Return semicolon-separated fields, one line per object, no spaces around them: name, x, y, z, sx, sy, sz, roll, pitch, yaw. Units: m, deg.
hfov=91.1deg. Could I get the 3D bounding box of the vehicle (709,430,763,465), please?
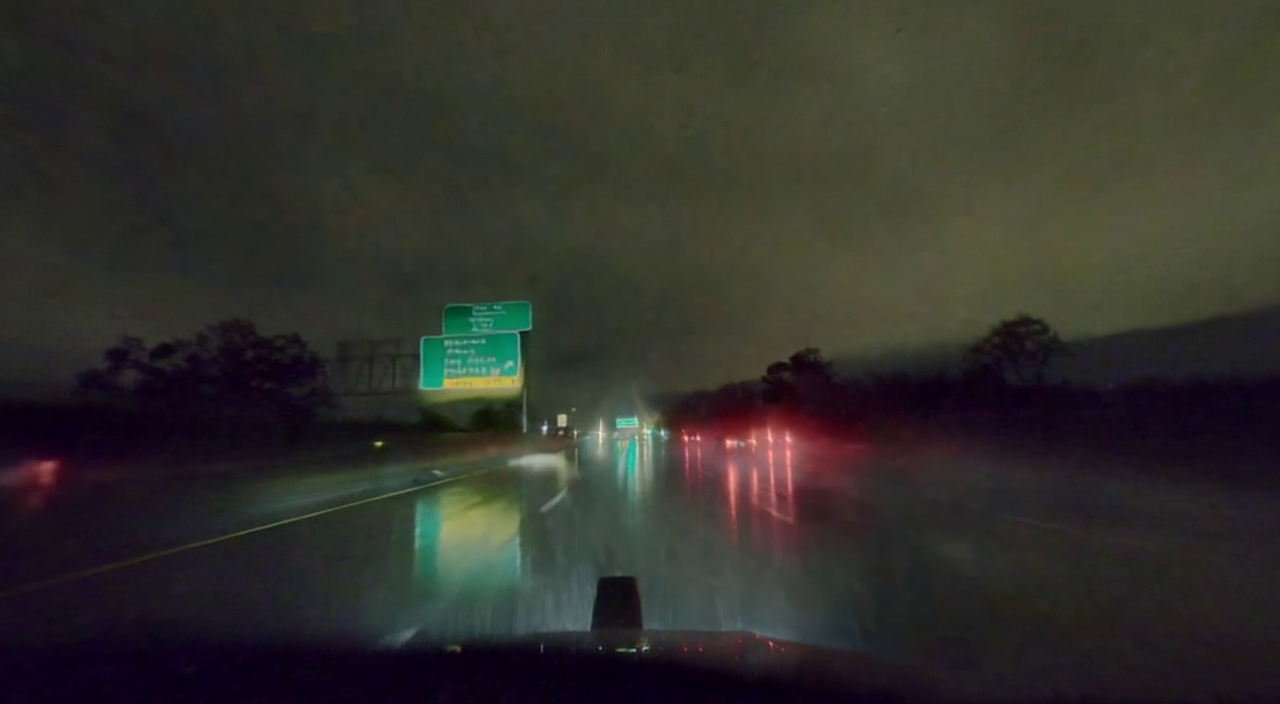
vehicle;4.365;4.382;29.096;1.802;1.492;3.804;0;-8;-1
